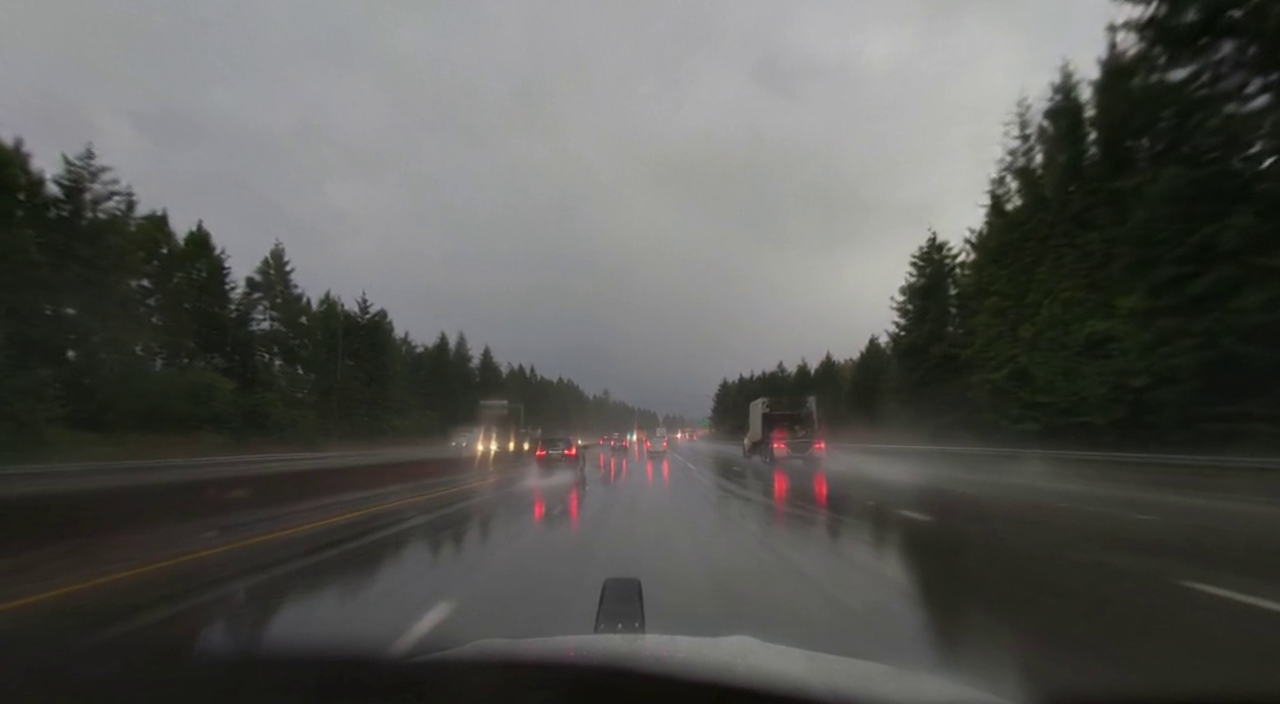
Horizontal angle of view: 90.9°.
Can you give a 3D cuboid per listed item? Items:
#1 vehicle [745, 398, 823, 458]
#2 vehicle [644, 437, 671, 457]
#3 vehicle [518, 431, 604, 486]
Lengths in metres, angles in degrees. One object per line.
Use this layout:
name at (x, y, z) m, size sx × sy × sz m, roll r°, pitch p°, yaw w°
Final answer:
vehicle at (10.218, 5.630, 46.065) m, size 2.999 × 3.901 × 10.127 m, roll 0°, pitch -8°, yaw -1°
vehicle at (1.341, 7.373, 49.054) m, size 2.004 × 1.465 × 3.842 m, roll 0°, pitch -8°, yaw 1°
vehicle at (-2.456, 3.440, 20.828) m, size 2.137 × 1.618 × 4.209 m, roll 0°, pitch -8°, yaw 2°
